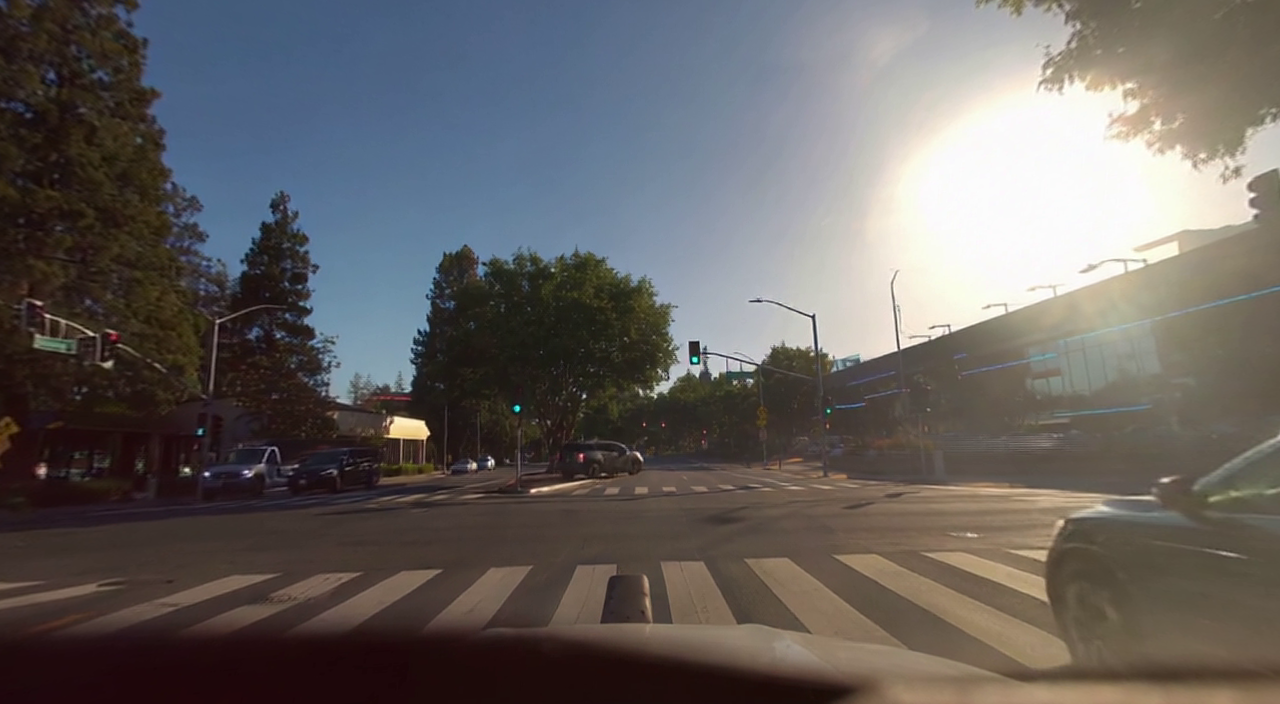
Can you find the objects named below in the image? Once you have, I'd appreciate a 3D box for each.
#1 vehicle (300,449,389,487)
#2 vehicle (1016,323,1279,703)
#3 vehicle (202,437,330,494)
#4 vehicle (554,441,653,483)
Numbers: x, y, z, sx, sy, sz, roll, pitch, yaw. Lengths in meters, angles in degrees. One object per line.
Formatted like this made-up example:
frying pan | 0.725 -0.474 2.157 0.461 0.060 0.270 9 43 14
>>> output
vehicle | -14.892 5.834 32.100 2.169 1.753 4.640 0 -8 1
vehicle | 3.649 0.707 2.002 2.301 1.767 4.289 0 -8 1
vehicle | -18.656 5.645 31.963 2.557 2.580 5.856 -1 -8 4
vehicle | -1.473 4.695 27.271 2.153 1.658 4.569 -5 -10 29
